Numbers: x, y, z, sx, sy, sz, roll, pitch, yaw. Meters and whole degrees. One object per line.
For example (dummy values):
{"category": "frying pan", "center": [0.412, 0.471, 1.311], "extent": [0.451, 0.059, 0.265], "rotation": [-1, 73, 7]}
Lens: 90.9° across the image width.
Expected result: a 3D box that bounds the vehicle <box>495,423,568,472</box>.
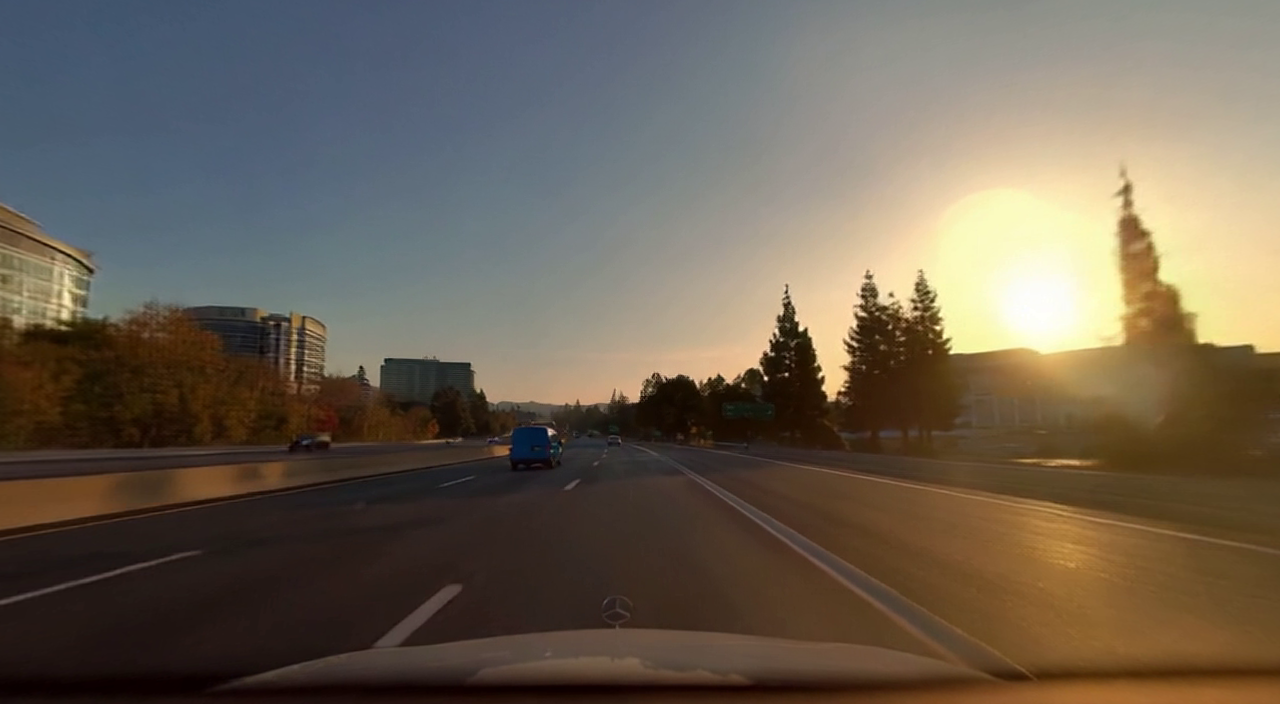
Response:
{"category": "vehicle", "center": [-4.363, 3.884, 26.057], "extent": [2.219, 1.827, 4.738], "rotation": [0, -8, -1]}
